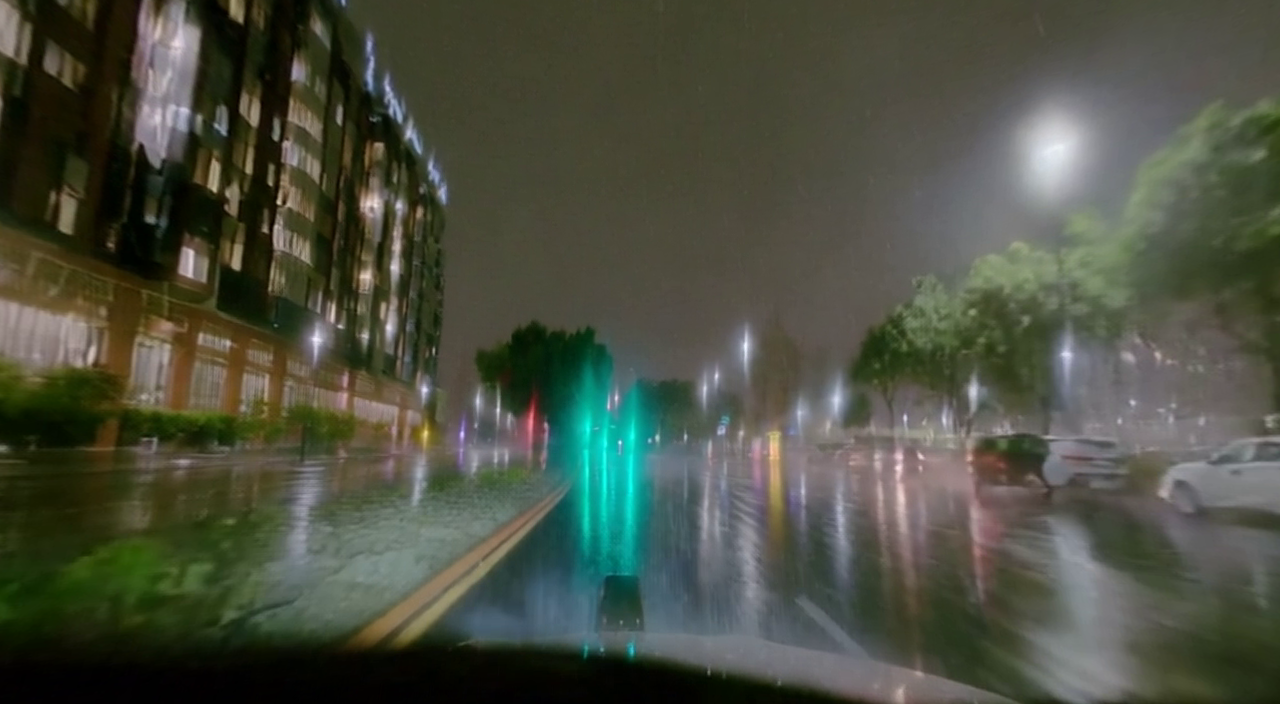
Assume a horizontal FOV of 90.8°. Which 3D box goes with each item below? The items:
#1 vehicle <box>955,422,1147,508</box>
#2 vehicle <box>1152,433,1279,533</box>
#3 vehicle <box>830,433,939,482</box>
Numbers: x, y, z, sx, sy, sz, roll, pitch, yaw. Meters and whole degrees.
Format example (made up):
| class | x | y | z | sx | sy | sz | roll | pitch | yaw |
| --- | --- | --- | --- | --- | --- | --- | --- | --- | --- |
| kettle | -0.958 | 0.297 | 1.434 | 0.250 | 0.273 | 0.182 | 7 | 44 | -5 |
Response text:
| class | x | y | z | sx | sy | sz | roll | pitch | yaw |
| --- | --- | --- | --- | --- | --- | --- | --- | --- | --- |
| vehicle | 10.780 | 2.988 | 17.123 | 1.916 | 1.889 | 4.675 | 4 | -9 | -3 |
| vehicle | 10.925 | 2.061 | 9.964 | 1.885 | 1.545 | 4.377 | 0 | -9 | -2 |
| vehicle | 9.959 | 4.346 | 26.325 | 2.211 | 1.831 | 5.275 | 0 | -9 | -2 |
